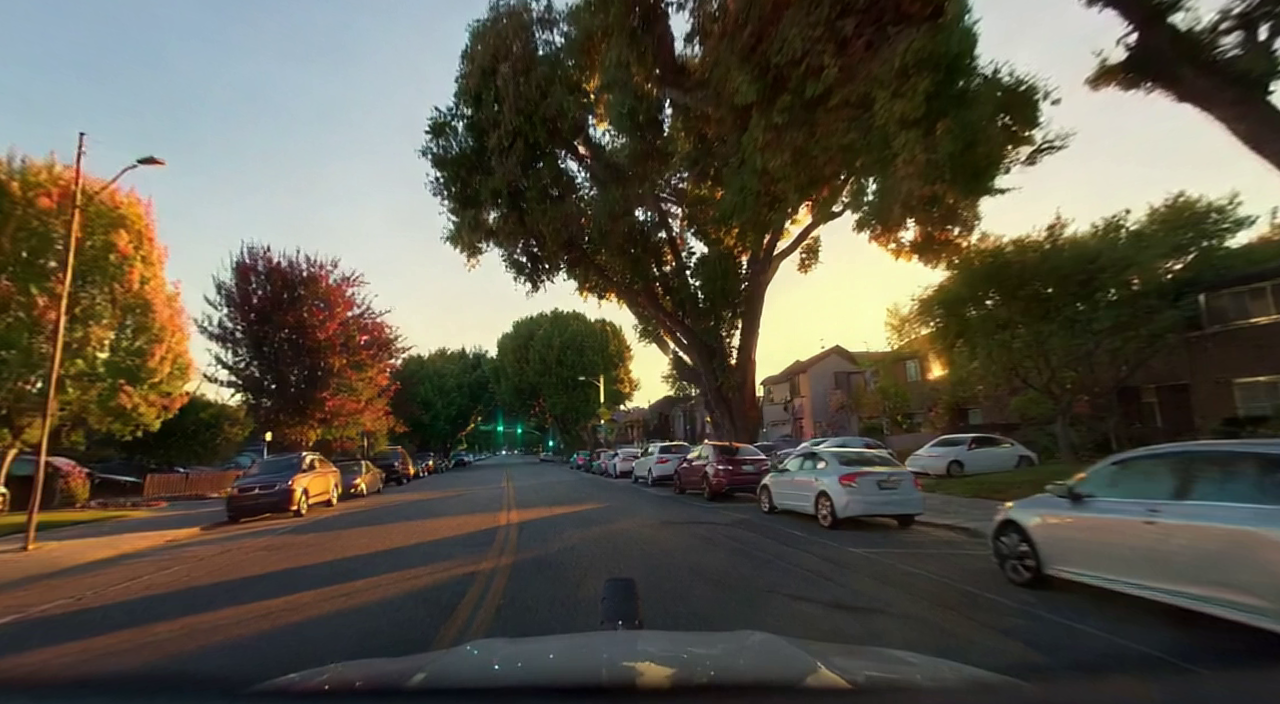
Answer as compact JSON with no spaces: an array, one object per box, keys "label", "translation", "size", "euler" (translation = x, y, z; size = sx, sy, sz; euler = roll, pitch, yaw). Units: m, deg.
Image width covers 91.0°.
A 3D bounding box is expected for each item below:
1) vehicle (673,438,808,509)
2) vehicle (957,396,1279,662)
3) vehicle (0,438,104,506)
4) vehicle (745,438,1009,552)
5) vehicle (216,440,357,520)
[{"label":"vehicle","translation":[2.318,2.949,15.848],"size":[1.954,1.507,4.356],"euler":[1,-9,-11]},{"label":"vehicle","translation":[4.493,1.057,4.052],"size":[2.049,1.447,4.626],"euler":[1,-9,-7]},{"label":"vehicle","translation":[-18.958,3.534,17.990],"size":[5.035,1.760,2.149],"euler":[-2,-10,-11]},{"label":"vehicle","translation":[3.396,2.119,10.143],"size":[1.974,1.385,4.315],"euler":[1,-9,-11]},{"label":"vehicle","translation":[-9.895,3.589,18.174],"size":[2.072,1.840,5.197],"euler":[-1,-9,-12]}]
